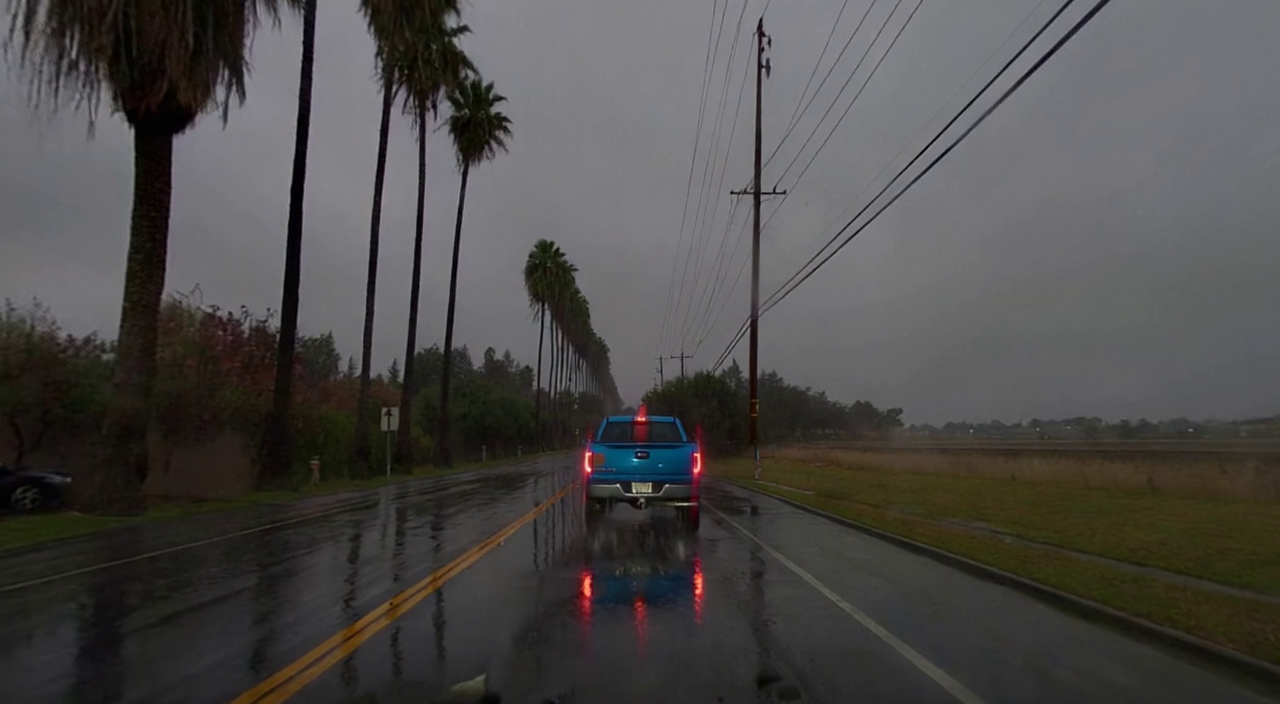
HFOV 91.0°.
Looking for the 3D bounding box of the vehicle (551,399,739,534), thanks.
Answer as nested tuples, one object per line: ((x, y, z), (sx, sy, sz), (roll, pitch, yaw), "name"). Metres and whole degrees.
((0.036, 2.143, 12.414), (2.803, 2.005, 5.885), (0, -8, -1), "vehicle")
